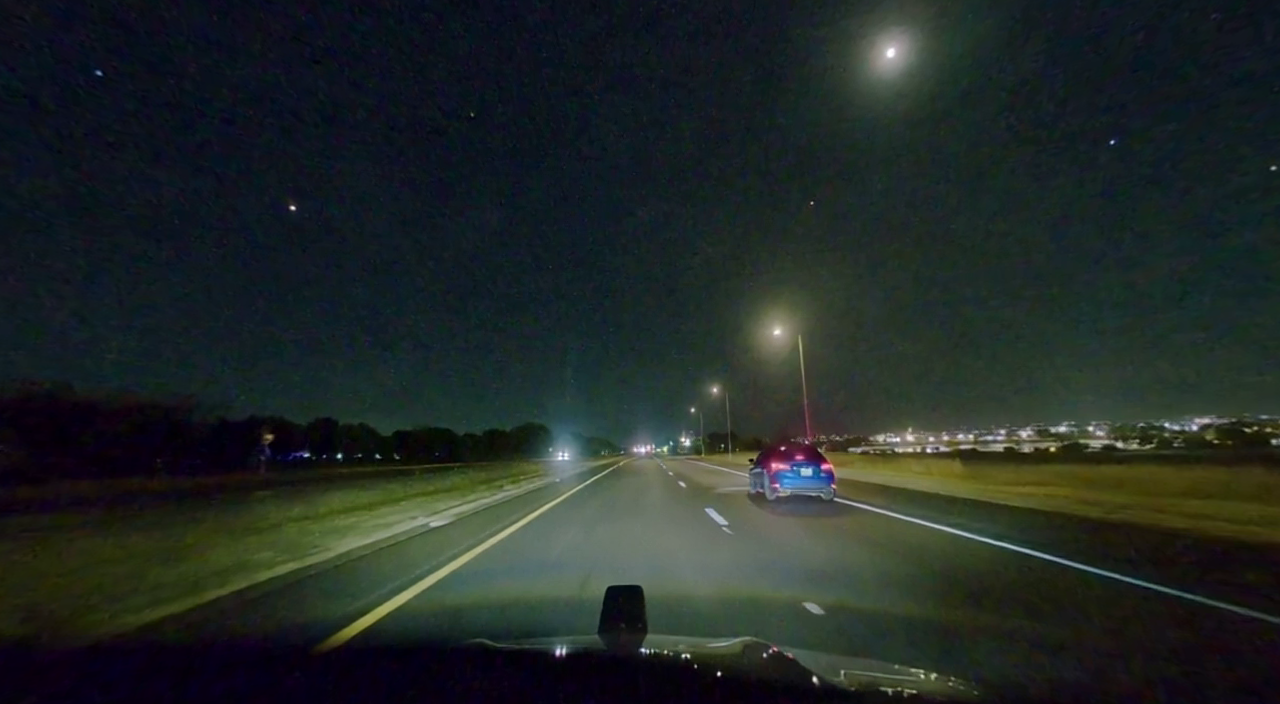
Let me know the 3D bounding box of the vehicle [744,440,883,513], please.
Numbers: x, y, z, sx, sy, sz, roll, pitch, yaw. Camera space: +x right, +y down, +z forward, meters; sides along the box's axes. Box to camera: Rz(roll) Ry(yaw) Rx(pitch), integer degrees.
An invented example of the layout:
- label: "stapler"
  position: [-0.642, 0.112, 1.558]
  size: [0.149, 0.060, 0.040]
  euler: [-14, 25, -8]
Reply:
- label: "vehicle"
  position: [4.048, 2.978, 15.719]
  size: [2.053, 1.490, 4.799]
  euler: [0, -8, -1]
